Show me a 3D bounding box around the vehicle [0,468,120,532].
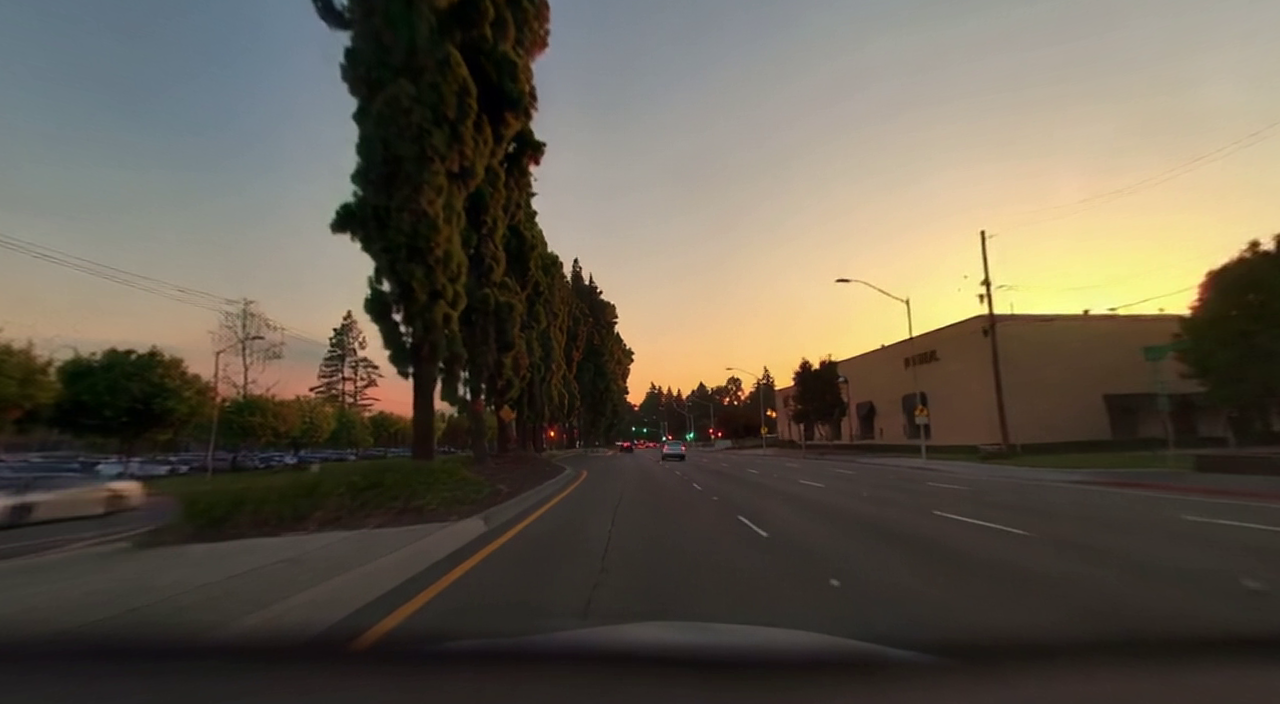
[{"bbox_3d":[-17.588,4.108,17.733,1.914,1.524,4.768,0,-8,0],"label":"vehicle"}]
